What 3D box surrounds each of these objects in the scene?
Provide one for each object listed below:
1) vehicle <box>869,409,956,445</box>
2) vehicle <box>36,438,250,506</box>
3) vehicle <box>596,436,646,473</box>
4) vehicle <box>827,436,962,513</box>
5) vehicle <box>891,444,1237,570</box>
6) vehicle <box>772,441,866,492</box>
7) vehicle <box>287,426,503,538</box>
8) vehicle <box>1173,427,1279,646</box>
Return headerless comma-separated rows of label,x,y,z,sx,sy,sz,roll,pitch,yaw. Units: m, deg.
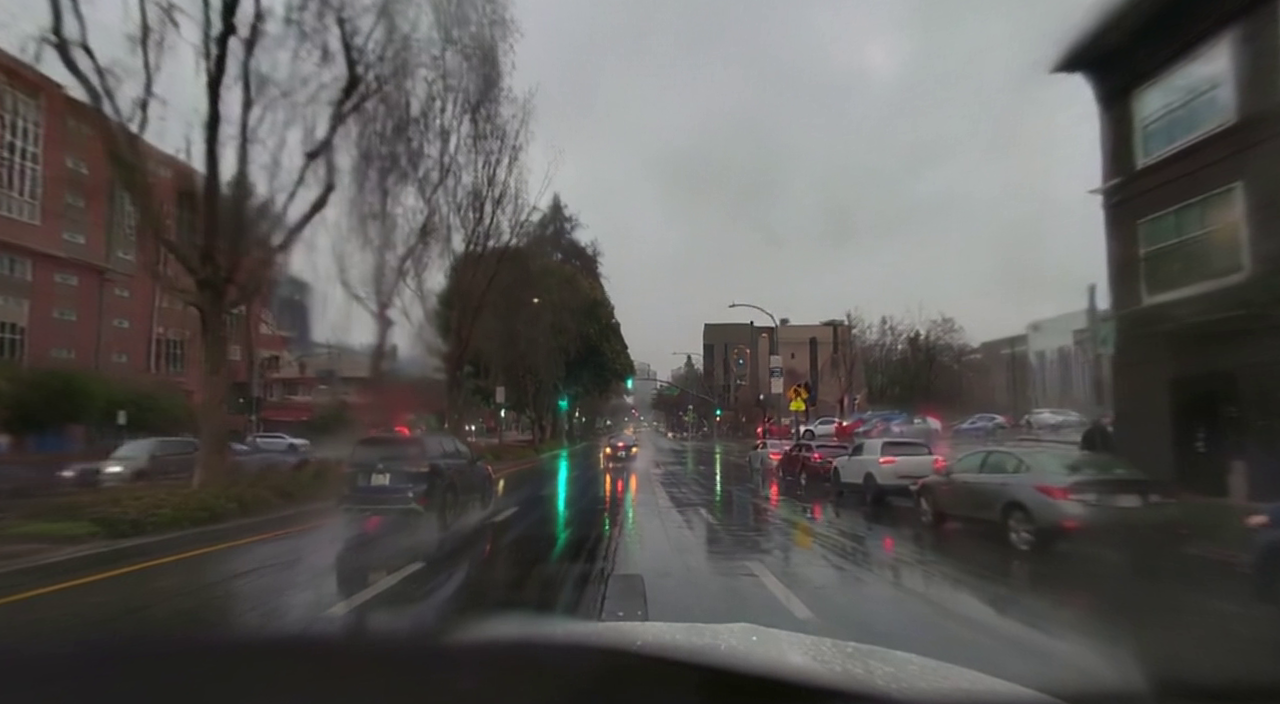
vehicle,21.069,5.858,48.933,5.756,2.653,2.403,2,-9,-12
vehicle,-12.554,3.028,16.435,1.987,1.503,4.375,0,-8,0
vehicle,-0.793,4.557,28.217,2.082,1.520,3.896,0,-8,0
vehicle,6.036,2.924,15.490,1.877,1.642,3.572,0,-8,2
vehicle,6.065,2.217,10.005,2.089,1.488,4.663,0,-8,-3
vehicle,5.872,3.784,21.274,1.959,1.513,4.104,0,-8,0
vehicle,-3.878,2.131,11.004,1.934,1.522,4.464,0,-8,0
vehicle,5.983,1.215,3.481,2.019,1.670,4.550,0,-8,-1
